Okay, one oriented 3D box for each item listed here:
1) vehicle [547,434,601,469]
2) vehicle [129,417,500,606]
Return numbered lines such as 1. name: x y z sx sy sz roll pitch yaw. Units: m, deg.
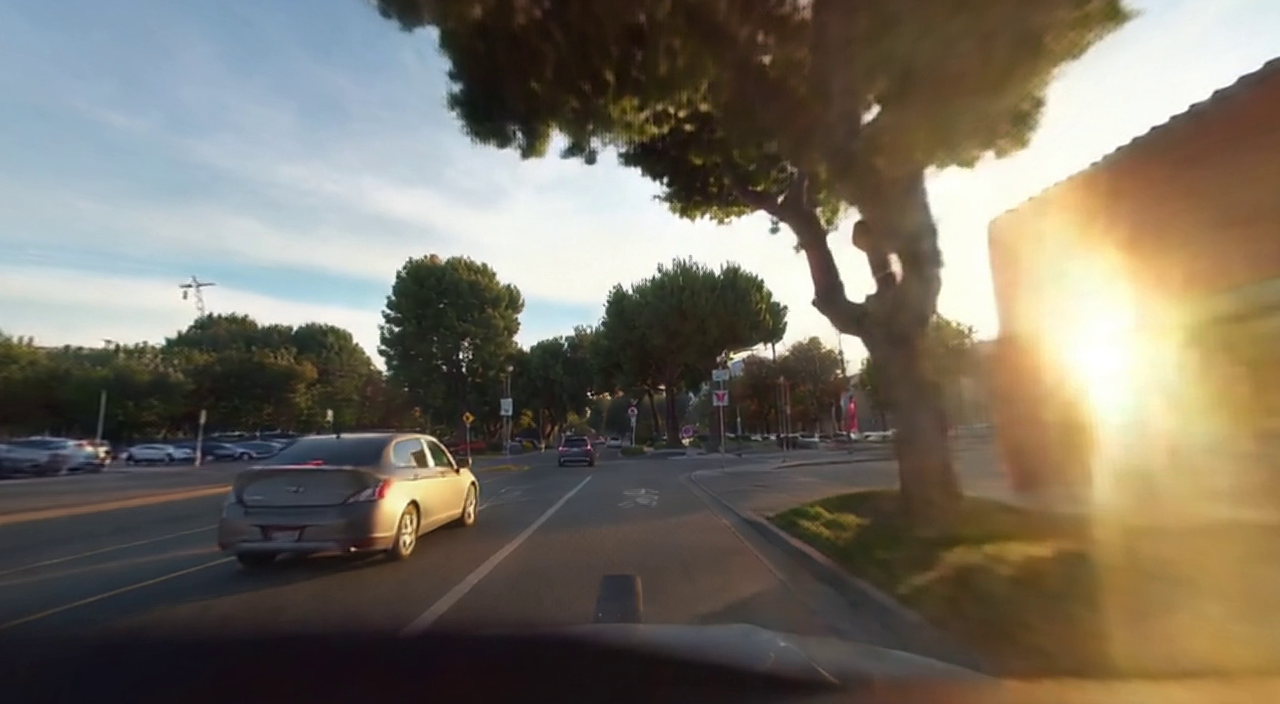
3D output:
1. vehicle: -2.925 4.486 28.654 1.962 1.424 4.289 0 -8 1
2. vehicle: -3.072 1.558 7.208 1.853 1.478 4.381 0 -8 1
